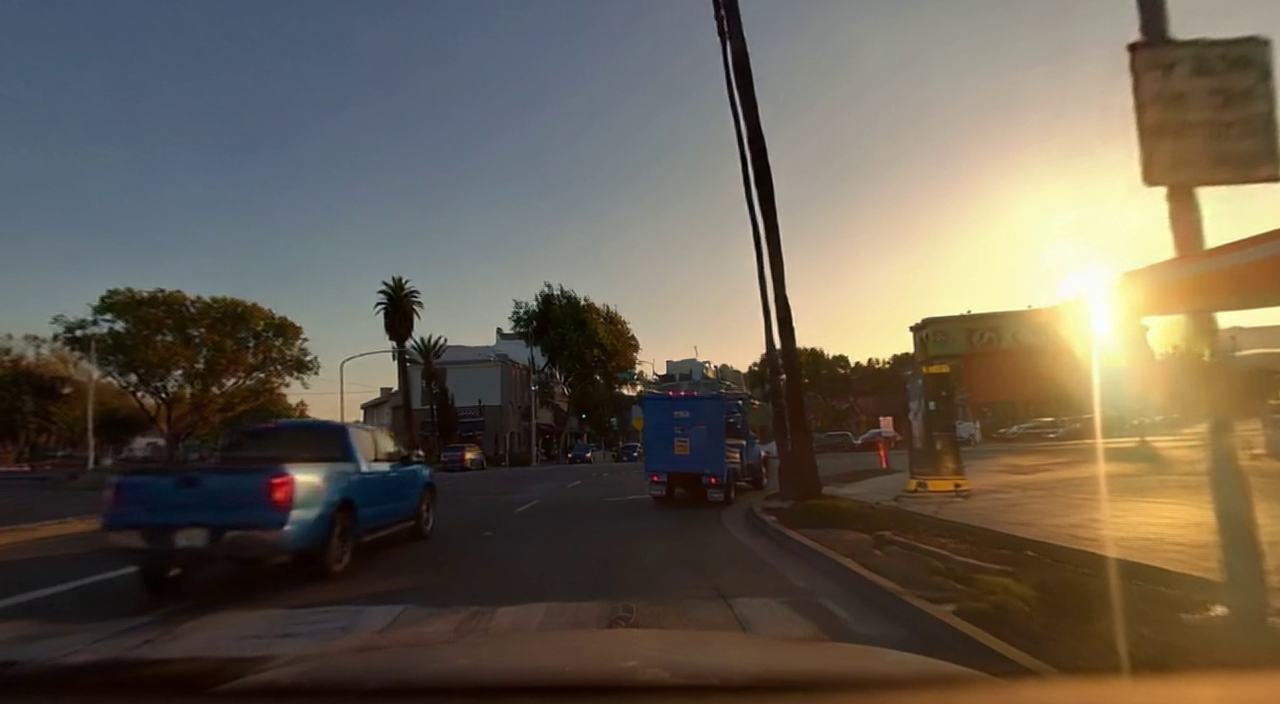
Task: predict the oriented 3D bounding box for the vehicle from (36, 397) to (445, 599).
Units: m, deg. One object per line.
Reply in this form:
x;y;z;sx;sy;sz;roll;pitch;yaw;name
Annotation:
-4.190;1.607;7.876;2.102;1.744;4.630;0;-8;-1;vehicle

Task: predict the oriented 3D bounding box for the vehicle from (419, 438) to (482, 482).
-7.856;4.485;26.559;1.997;1.679;4.263;1;-9;-10;vehicle

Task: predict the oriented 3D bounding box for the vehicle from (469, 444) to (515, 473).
-9.127;6.577;39.352;1.961;1.709;5.052;1;-8;-4;vehicle

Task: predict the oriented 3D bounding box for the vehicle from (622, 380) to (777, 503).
1.986;2.634;18.571;2.463;2.954;5.938;-4;-9;27;vehicle
